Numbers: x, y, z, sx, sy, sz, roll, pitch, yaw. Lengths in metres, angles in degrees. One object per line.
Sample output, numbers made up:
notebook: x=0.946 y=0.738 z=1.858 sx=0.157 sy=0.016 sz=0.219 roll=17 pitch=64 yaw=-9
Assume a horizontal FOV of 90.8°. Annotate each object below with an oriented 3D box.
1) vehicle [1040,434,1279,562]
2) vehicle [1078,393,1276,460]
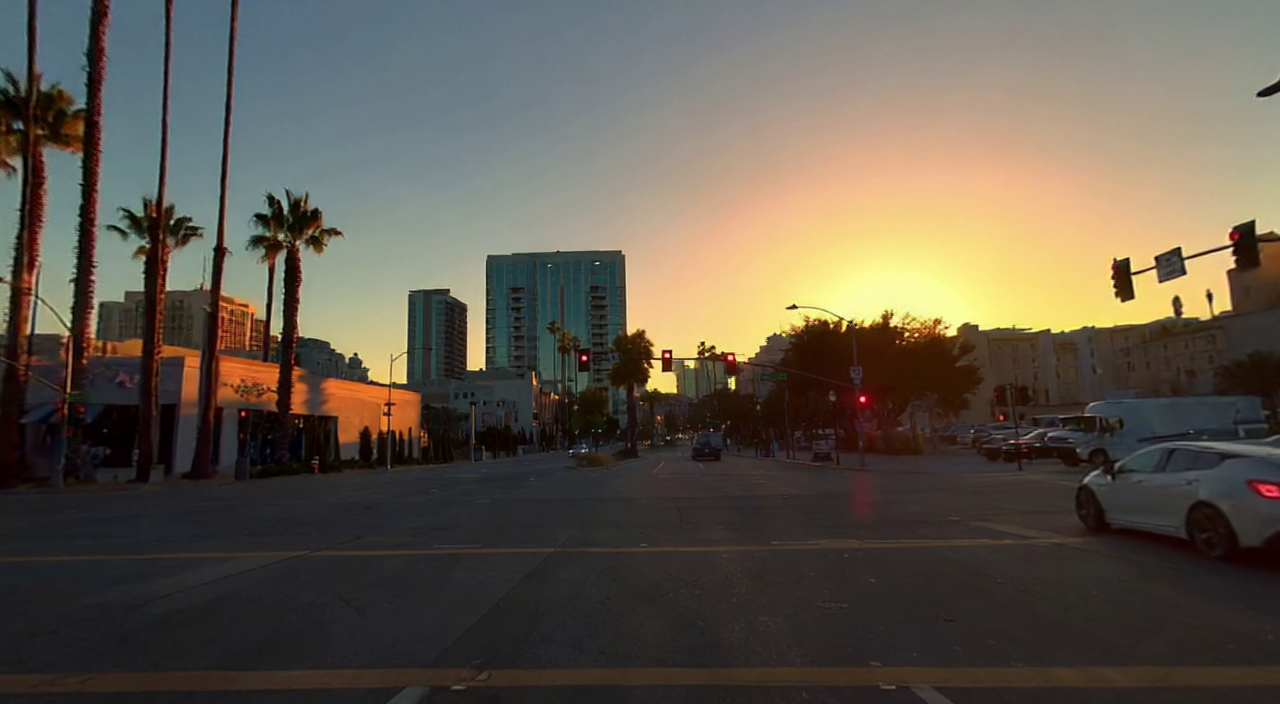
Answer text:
vehicle: x=8.365 y=1.966 z=9.075 sx=2.003 sy=1.475 sz=4.520 roll=1 pitch=-9 yaw=-5
vehicle: x=32.627 y=4.721 z=39.336 sx=2.863 sy=3.609 sz=10.252 roll=0 pitch=-8 yaw=-3
